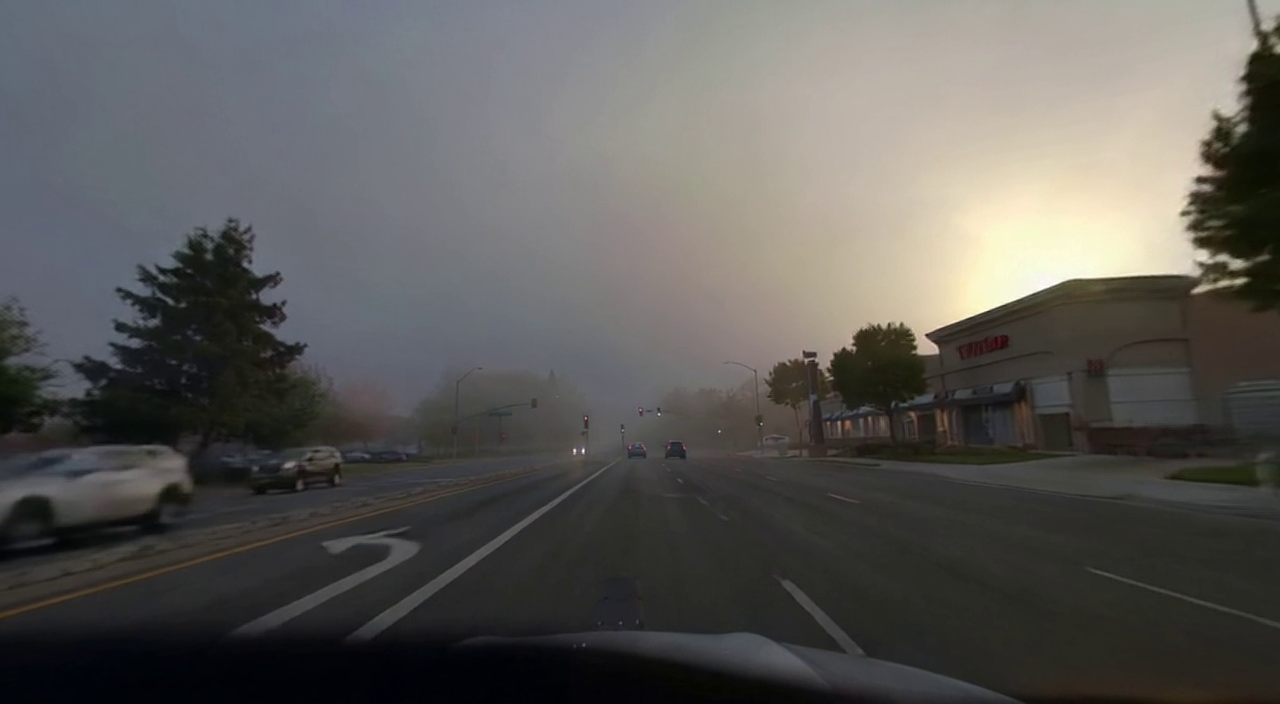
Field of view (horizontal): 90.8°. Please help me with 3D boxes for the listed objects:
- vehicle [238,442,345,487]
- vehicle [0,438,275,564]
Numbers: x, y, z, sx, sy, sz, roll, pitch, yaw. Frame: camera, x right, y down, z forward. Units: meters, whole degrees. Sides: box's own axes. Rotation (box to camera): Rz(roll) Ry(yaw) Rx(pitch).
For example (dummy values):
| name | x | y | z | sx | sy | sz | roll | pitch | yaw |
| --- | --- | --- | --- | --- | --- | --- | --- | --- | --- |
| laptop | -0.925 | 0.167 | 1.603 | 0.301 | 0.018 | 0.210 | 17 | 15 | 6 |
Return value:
| name | x | y | z | sx | sy | sz | roll | pitch | yaw |
| --- | --- | --- | --- | --- | --- | --- | --- | --- | --- |
| vehicle | -14.766 | 4.763 | 27.118 | 1.967 | 1.756 | 4.471 | 0 | -8 | 0 |
| vehicle | -8.256 | 2.177 | 10.170 | 1.958 | 1.534 | 4.598 | 0 | -8 | 0 |
